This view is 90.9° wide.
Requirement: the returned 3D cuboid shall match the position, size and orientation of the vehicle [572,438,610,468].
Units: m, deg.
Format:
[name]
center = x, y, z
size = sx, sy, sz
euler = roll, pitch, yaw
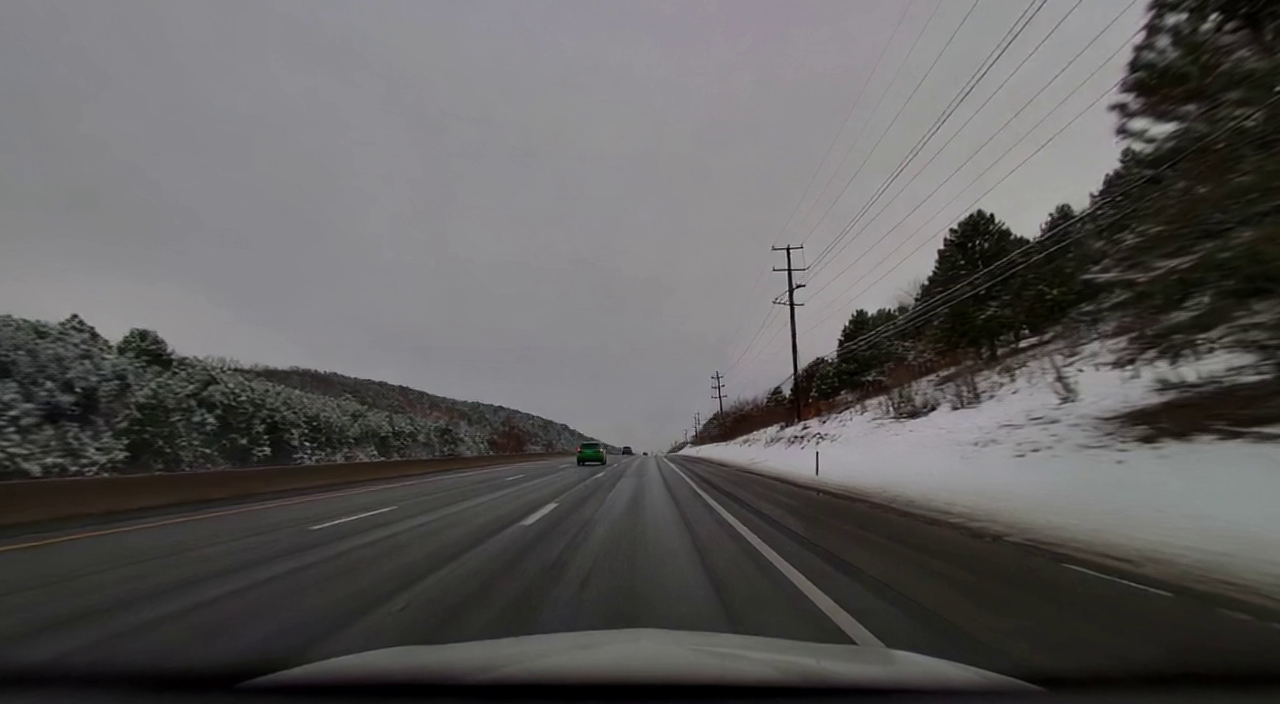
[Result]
[vehicle]
center = -3.217, 6.752, 42.385
size = 2.136, 1.845, 4.515
euler = 0, -8, 1
